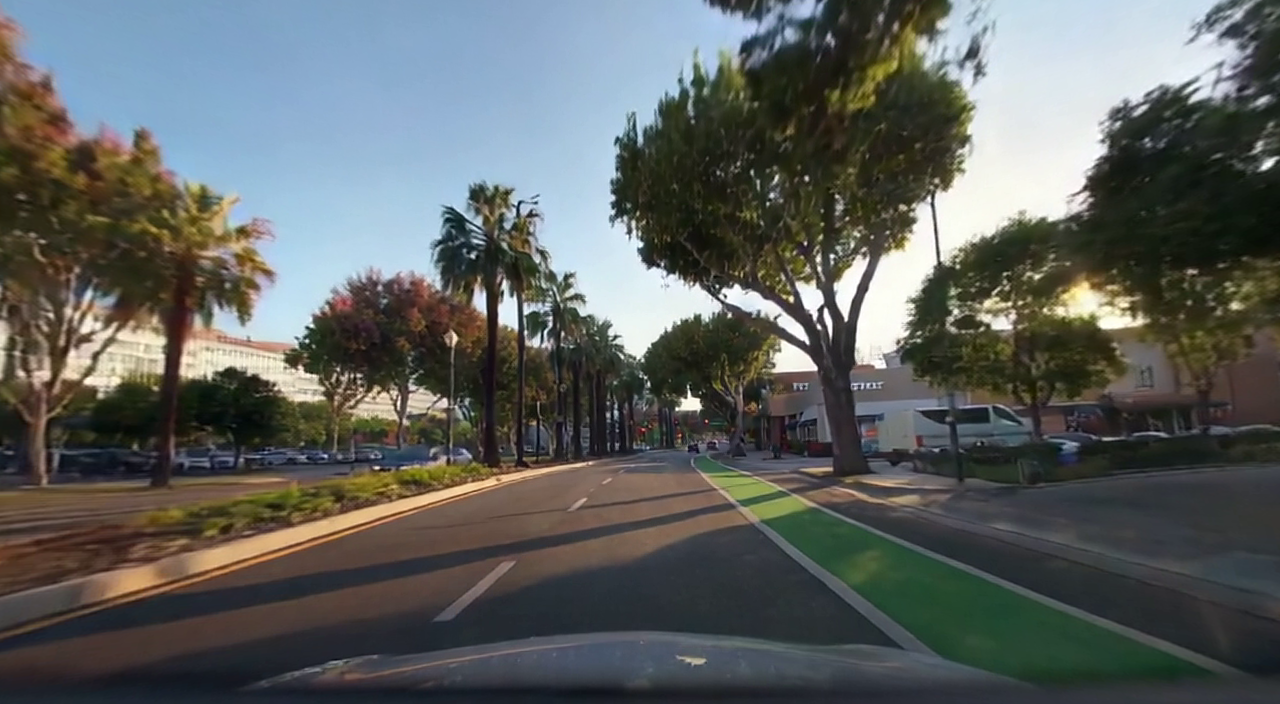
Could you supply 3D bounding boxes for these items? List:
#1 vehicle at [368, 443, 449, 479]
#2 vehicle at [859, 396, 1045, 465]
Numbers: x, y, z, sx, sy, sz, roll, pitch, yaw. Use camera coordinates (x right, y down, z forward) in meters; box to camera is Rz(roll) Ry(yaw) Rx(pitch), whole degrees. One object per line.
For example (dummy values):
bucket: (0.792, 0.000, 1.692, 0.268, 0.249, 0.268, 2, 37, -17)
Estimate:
vehicle: (-10.479, 4.959, 28.953, 1.925, 1.492, 4.200, -1, -9, 3)
vehicle: (15.008, 3.823, 30.739, 7.635, 3.131, 2.691, 0, -9, -5)
